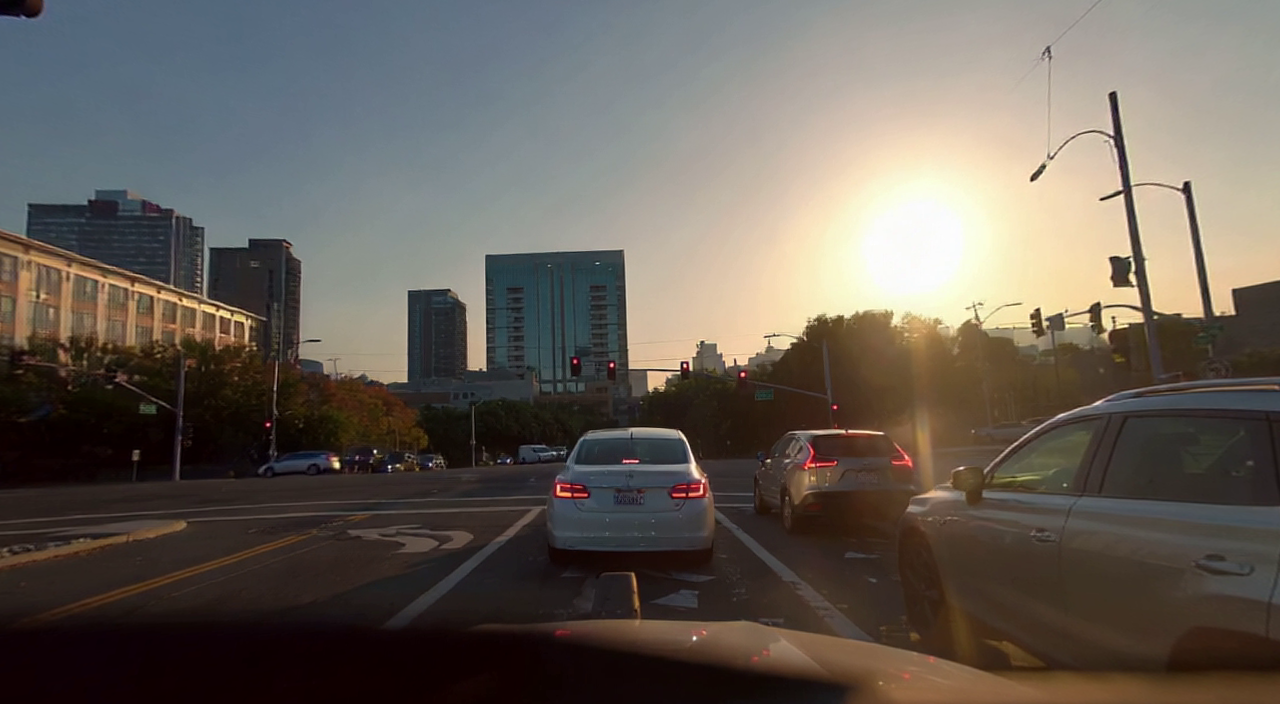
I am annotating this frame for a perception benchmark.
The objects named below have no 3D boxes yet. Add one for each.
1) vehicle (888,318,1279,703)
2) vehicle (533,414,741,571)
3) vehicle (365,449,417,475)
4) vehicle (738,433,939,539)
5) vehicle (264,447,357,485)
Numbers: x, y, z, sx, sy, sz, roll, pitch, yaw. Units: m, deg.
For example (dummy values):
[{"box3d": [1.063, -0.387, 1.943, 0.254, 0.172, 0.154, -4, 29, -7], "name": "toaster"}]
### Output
[{"box3d": [3.009, 0.864, 2.671, 2.103, 1.701, 4.294, 0, -8, -1], "name": "vehicle"}, {"box3d": [-0.076, 1.789, 8.766, 2.188, 1.637, 4.027, 0, -8, -1], "name": "vehicle"}, {"box3d": [-18.728, 8.276, 47.819, 2.026, 1.836, 4.726, 0, -8, 0], "name": "vehicle"}, {"box3d": [3.149, 2.219, 11.150, 2.001, 1.463, 4.398, 0, -8, -2], "name": "vehicle"}, {"box3d": [-17.069, 5.841, 32.714, 4.448, 1.837, 2.021, -5, -10, 29], "name": "vehicle"}]
